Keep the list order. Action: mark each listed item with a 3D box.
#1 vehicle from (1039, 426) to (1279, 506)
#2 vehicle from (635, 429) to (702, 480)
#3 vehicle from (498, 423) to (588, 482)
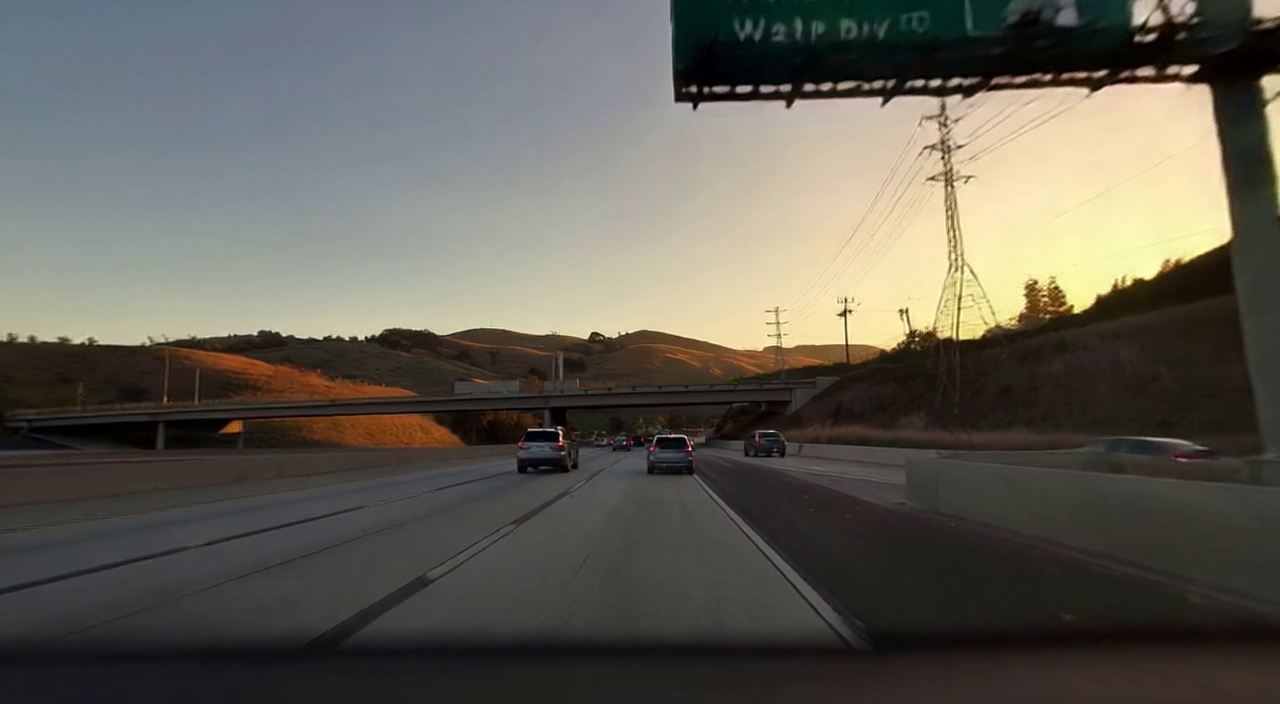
[{"bbox_3d":[14.545,3.188,18.120,2.059,1.938,4.793,3,-9,-20],"label":"vehicle"},{"bbox_3d":[0.932,3.677,22.797,2.193,1.651,3.946,0,-8,0],"label":"vehicle"},{"bbox_3d":[-3.278,3.538,22.412,2.228,1.845,4.847,-1,-8,2],"label":"vehicle"}]
